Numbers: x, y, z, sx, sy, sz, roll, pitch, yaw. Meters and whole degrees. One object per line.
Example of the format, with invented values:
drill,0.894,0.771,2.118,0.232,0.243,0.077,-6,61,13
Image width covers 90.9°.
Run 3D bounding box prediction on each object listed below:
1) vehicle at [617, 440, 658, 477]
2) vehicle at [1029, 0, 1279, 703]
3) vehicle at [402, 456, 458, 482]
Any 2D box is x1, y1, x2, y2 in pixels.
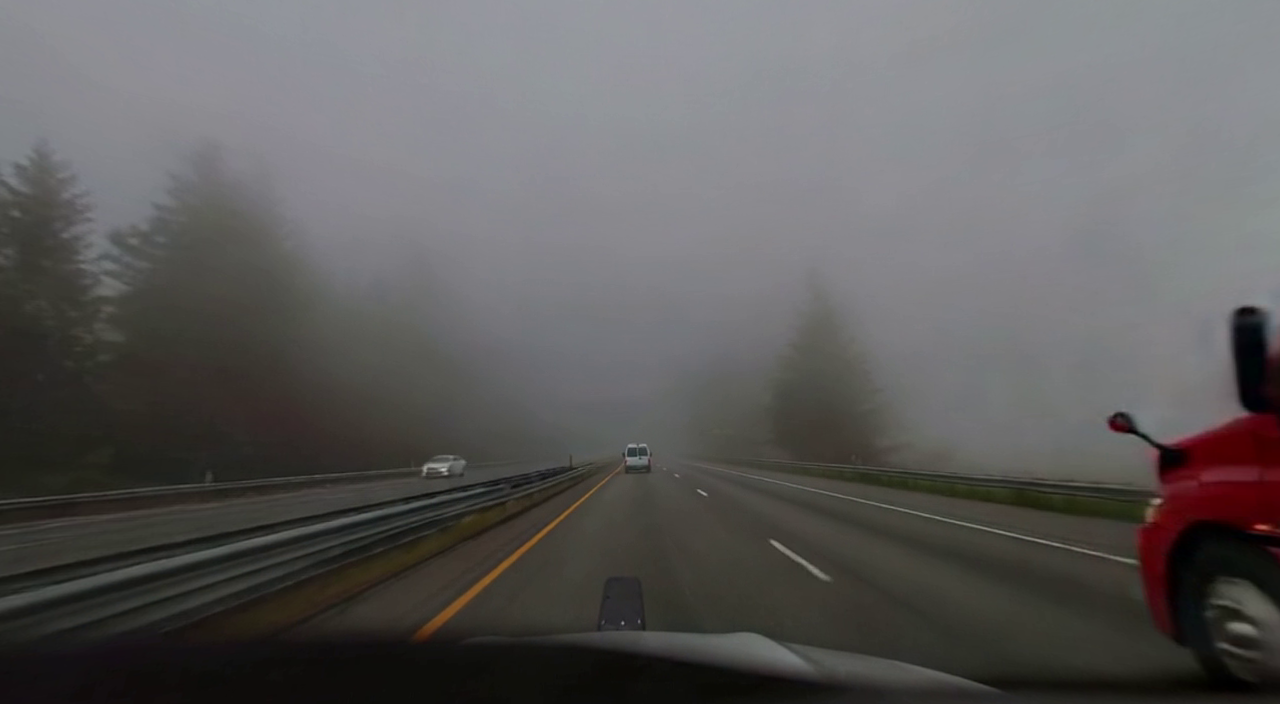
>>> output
vehicle,-0.146,5.878,34.905,2.105,1.865,4.102,0,-9,0
vehicle,4.199,-0.369,1.279,2.945,3.903,5.826,0,-9,1
vehicle,-12.781,7.142,38.622,1.954,1.466,4.106,0,-9,0
